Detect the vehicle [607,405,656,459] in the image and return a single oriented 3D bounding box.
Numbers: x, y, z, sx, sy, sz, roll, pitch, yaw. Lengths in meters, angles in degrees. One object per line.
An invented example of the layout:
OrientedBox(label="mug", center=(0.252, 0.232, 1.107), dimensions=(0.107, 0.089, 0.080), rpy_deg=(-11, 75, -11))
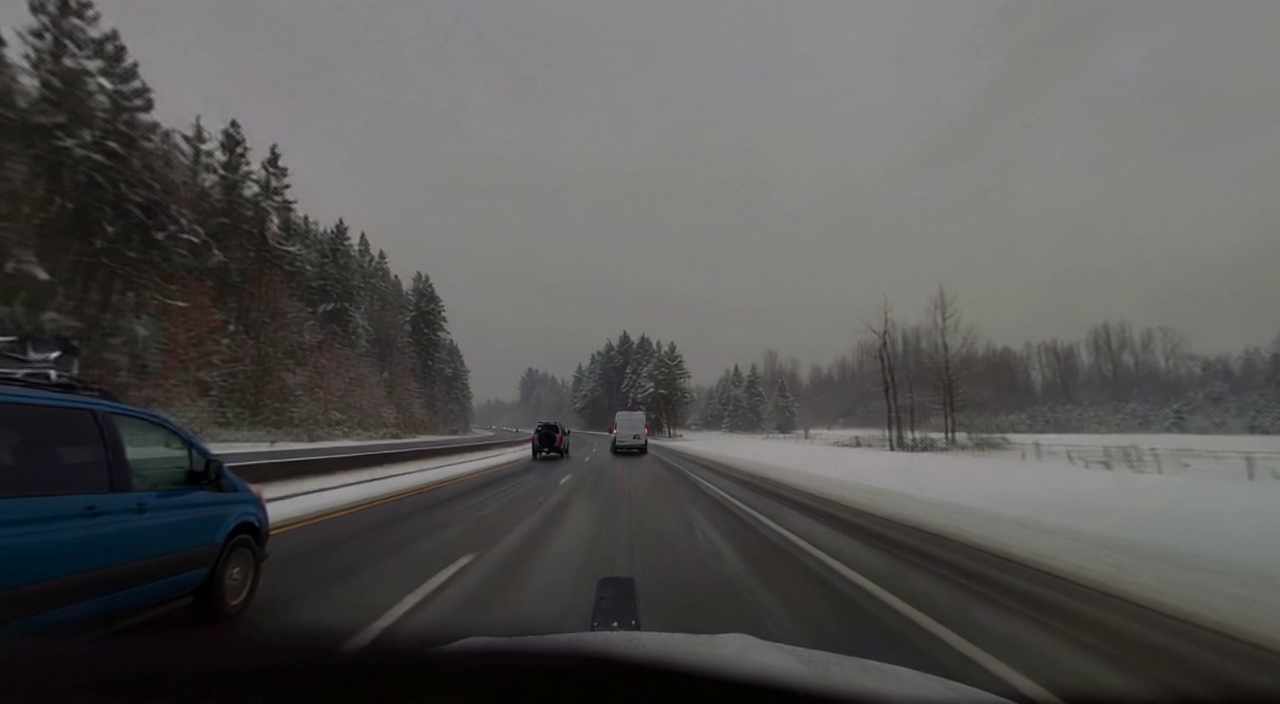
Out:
OrientedBox(label="vehicle", center=(-0.610, 4.712, 37.033), dimensions=(2.647, 2.896, 6.480), rpy_deg=(1, -8, -3))

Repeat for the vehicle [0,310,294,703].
OrientedBox(label="vehicle", center=(-3.645, 0.682, 2.349), dimensions=(2.069, 1.751, 4.720), rpy_deg=(0, -8, -1))

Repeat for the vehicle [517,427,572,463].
OrientedBox(label="vehicle", center=(-4.645, 4.574, 31.231), dimensions=(2.110, 1.636, 4.453), rpy_deg=(0, -8, -1))
